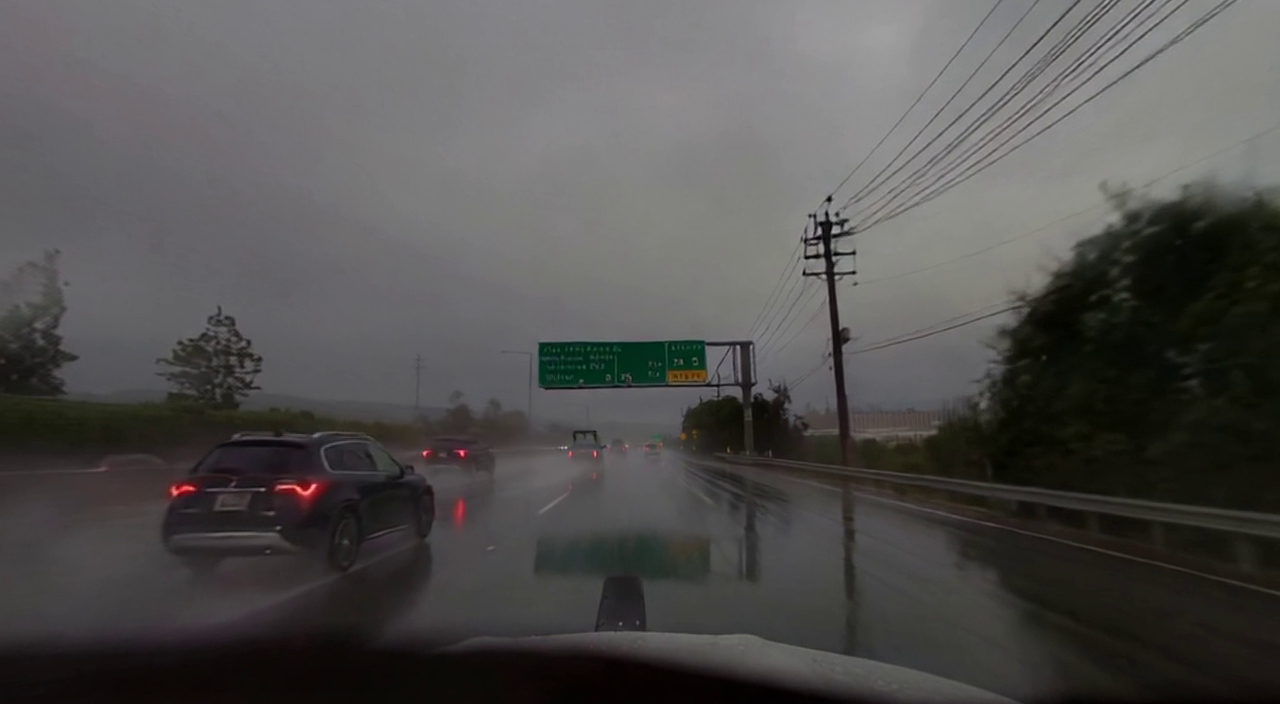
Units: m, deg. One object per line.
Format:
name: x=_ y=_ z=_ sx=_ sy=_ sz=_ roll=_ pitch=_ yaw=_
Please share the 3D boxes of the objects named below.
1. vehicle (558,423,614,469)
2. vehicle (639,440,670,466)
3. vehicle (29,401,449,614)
vehicle: x=-3.572 y=6.599 z=44.123 sx=2.915 sy=2.885 sz=9.394 roll=0 pitch=-9 yaw=1
vehicle: x=1.019 y=6.977 z=43.680 sx=2.038 sy=1.677 sz=4.219 roll=0 pitch=-9 yaw=2
vehicle: x=-3.853 y=1.558 z=7.167 sx=1.976 sy=1.688 sz=4.124 roll=0 pitch=-9 yaw=1
